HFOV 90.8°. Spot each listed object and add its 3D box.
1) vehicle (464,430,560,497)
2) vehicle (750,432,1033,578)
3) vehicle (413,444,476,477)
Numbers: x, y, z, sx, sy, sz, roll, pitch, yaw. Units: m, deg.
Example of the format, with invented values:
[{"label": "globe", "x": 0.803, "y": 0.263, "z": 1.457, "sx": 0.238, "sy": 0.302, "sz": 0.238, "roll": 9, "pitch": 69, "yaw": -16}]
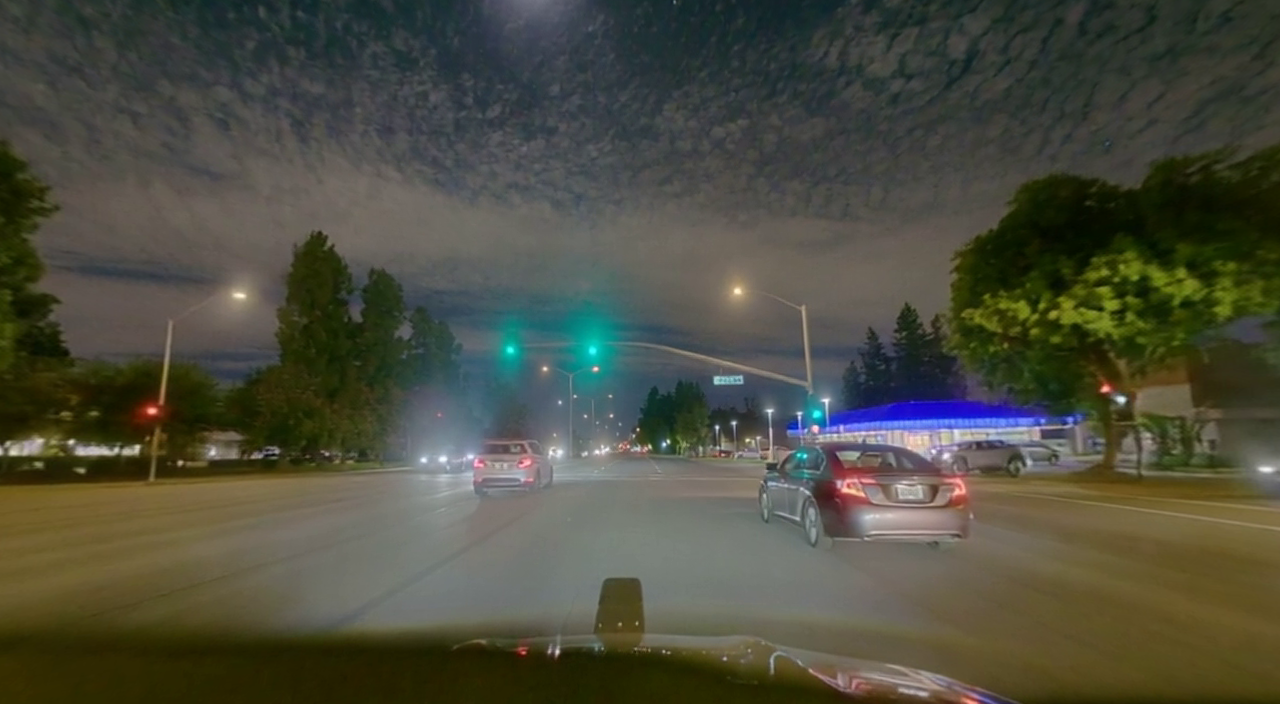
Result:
[{"label": "vehicle", "x": -3.778, "y": 3.397, "z": 19.556, "sx": 1.997, "sy": 1.806, "sz": 4.500, "roll": 0, "pitch": -9, "yaw": 0}, {"label": "vehicle", "x": 3.078, "y": 1.973, "z": 9.096, "sx": 1.975, "sy": 1.502, "sz": 4.787, "roll": 0, "pitch": -9, "yaw": -2}, {"label": "vehicle", "x": -10.279, "y": 5.716, "z": 33.621, "sx": 1.942, "sy": 1.576, "sz": 4.567, "roll": -1, "pitch": -9, "yaw": 0}]
